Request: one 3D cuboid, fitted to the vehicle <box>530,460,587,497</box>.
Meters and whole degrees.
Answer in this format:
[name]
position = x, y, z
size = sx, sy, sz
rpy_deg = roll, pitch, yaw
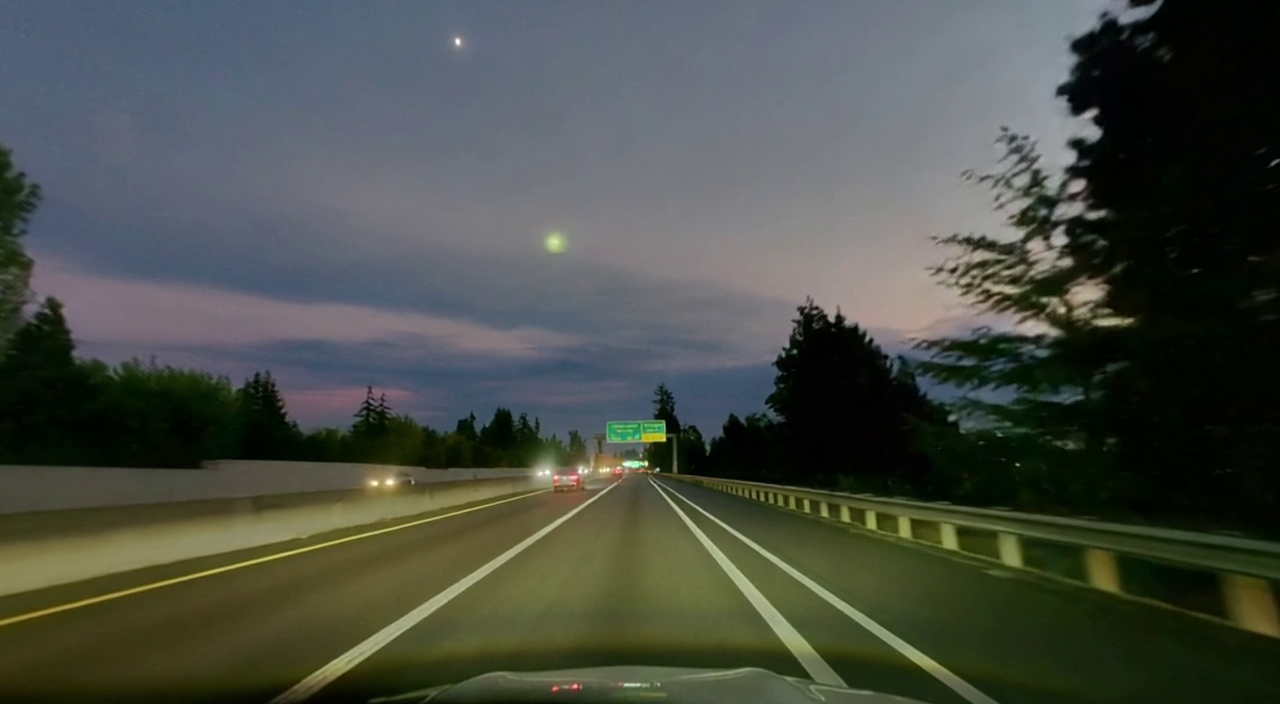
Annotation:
[vehicle]
position = -4.043, 6.436, 32.169
size = 2.239, 1.687, 4.598
rpy_deg = 1, -10, 1
